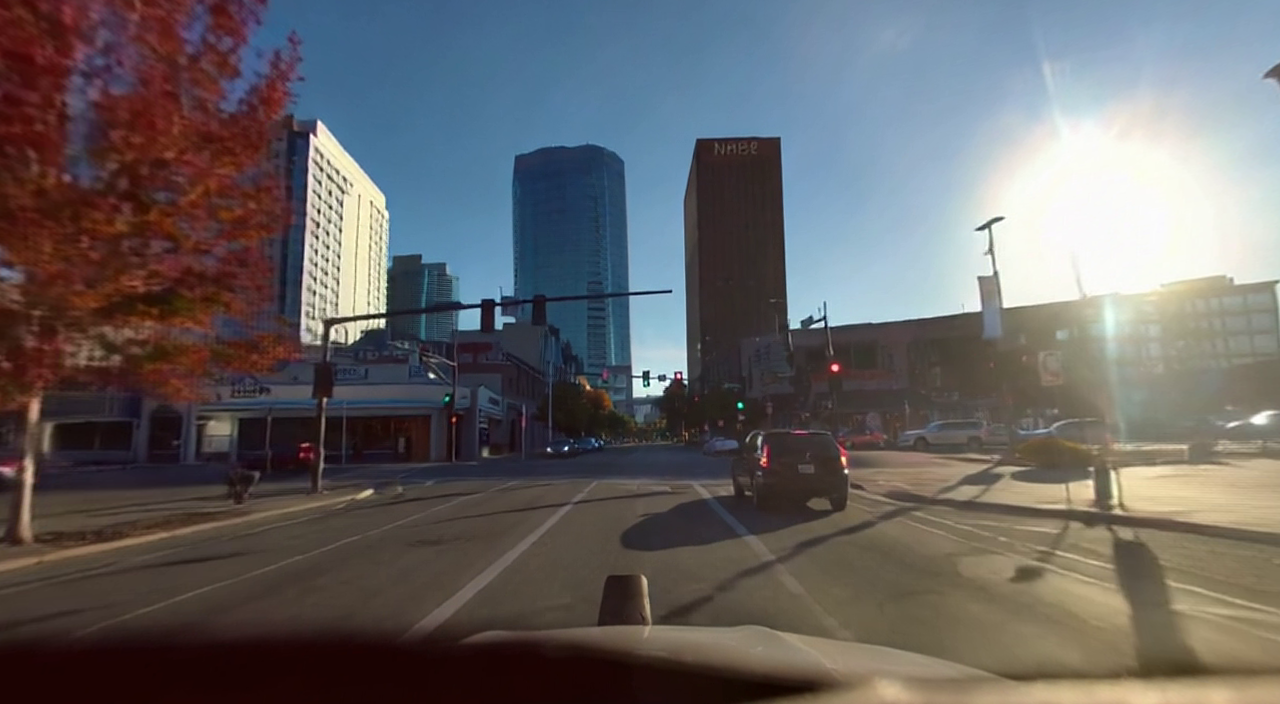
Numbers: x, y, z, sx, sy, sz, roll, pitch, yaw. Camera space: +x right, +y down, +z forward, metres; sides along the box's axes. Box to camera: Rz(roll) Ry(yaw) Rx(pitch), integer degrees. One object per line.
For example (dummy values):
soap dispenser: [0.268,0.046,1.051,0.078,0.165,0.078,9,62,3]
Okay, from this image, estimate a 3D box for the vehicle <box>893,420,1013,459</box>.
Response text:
vehicle: [14.755,4.158,29.941,4.611,1.778,1.939,0,-8,0]

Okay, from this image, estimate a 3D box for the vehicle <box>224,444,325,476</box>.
vehicle: [-18.822,5.548,32.537,4.037,1.562,2.099,-2,-8,12]

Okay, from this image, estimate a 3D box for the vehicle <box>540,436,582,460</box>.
vehicle: [-5.817,7.152,46.970,1.972,1.693,4.516,-1,-8,7]

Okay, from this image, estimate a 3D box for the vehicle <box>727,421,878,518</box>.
vehicle: [2.964,2.223,12.427,1.947,1.576,3.825,0,-8,0]
